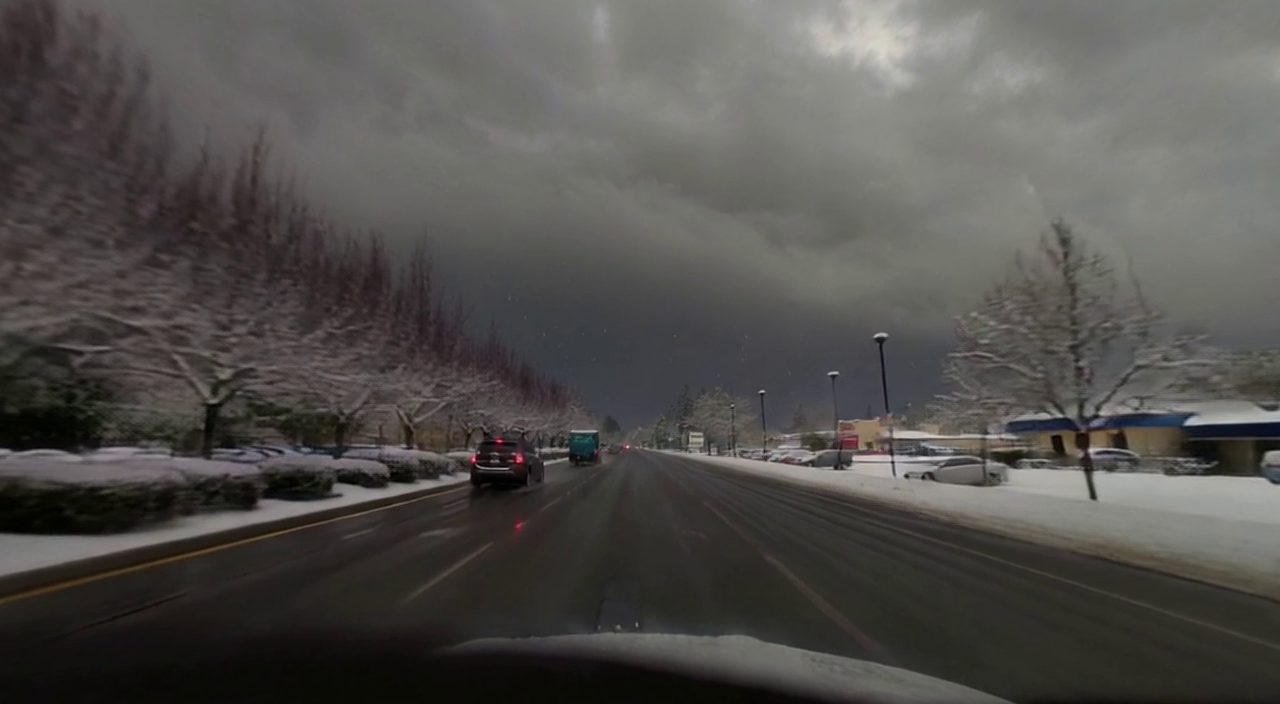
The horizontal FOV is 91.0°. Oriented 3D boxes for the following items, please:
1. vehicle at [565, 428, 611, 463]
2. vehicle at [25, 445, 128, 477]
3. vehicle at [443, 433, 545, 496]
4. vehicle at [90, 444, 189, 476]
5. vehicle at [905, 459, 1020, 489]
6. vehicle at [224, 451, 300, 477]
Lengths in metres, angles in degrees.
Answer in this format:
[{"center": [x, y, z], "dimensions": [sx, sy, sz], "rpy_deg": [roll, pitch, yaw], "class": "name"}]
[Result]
[{"center": [-3.927, 7.266, 48.885], "dimensions": [2.917, 2.524, 6.990], "rpy_deg": [0, -9, 0], "class": "vehicle"}, {"center": [-31.464, 6.088, 35.342], "dimensions": [1.905, 1.657, 4.584], "rpy_deg": [1, -9, -7], "class": "vehicle"}, {"center": [-4.297, 3.383, 19.300], "dimensions": [2.109, 1.672, 4.256], "rpy_deg": [0, -9, 0], "class": "vehicle"}, {"center": [-28.701, 6.182, 36.308], "dimensions": [1.946, 1.711, 4.518], "rpy_deg": [0, -9, 0], "class": "vehicle"}, {"center": [16.372, 6.208, 32.127], "dimensions": [4.723, 1.466, 2.085], "rpy_deg": [0, -9, -1], "class": "vehicle"}, {"center": [-23.080, 6.827, 38.681], "dimensions": [1.885, 1.428, 4.638], "rpy_deg": [0, -9, -2], "class": "vehicle"}]
